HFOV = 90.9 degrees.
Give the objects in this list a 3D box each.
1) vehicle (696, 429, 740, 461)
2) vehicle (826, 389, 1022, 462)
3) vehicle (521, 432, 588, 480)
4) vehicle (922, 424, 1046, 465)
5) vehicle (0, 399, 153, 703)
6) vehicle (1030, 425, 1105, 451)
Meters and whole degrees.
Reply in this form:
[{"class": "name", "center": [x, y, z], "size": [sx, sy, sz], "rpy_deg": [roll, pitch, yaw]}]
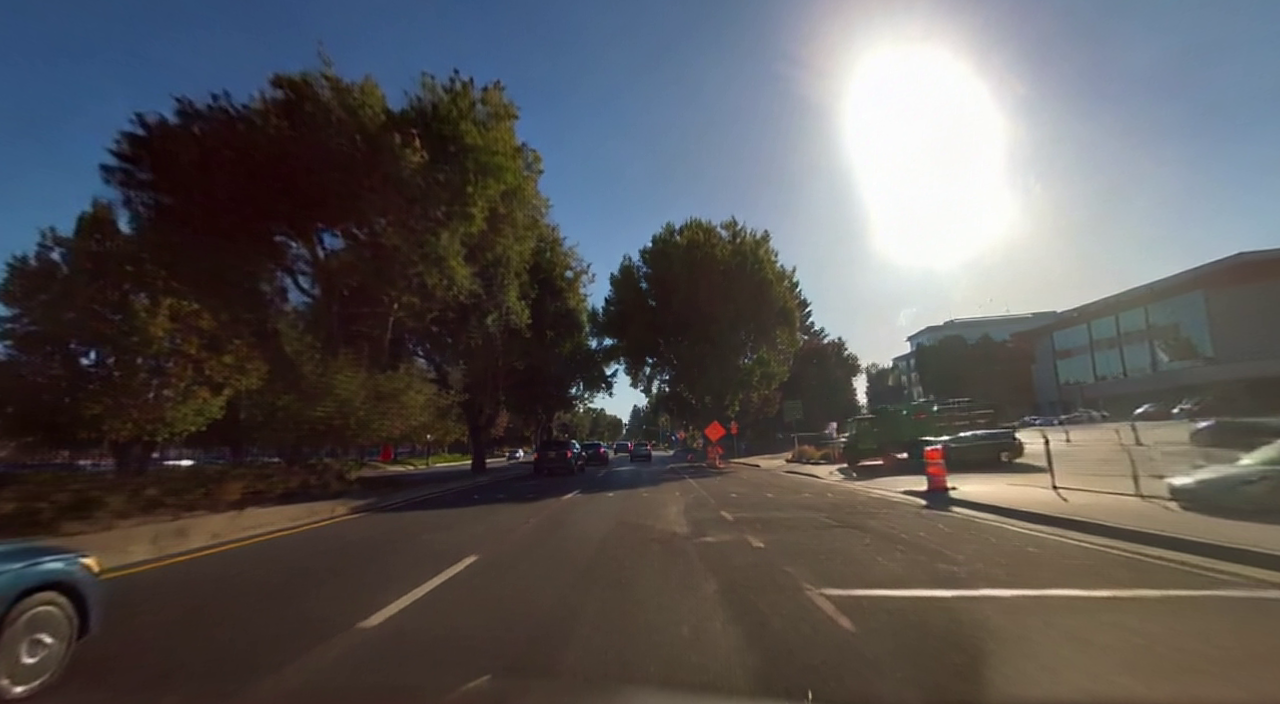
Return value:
[{"class": "vehicle", "center": [5.759, 7.011, 47.654], "size": [2.653, 2.231, 6.793], "rpy_deg": [0, -8, 1]}, {"class": "vehicle", "center": [15.002, 3.958, 33.779], "size": [8.949, 3.673, 3.044], "rpy_deg": [0, -8, -2]}, {"class": "vehicle", "center": [-3.200, 3.996, 24.400], "size": [2.038, 1.682, 4.399], "rpy_deg": [0, -8, -1]}, {"class": "vehicle", "center": [15.752, 4.274, 29.100], "size": [1.874, 1.694, 4.535], "rpy_deg": [7, -11, -38]}, {"class": "vehicle", "center": [-4.045, 0.856, 2.060], "size": [1.856, 1.540, 3.733], "rpy_deg": [0, -8, 1]}, {"class": "vehicle", "center": [29.281, 5.933, 43.380], "size": [1.865, 1.679, 4.654], "rpy_deg": [0, -8, 0]}]
